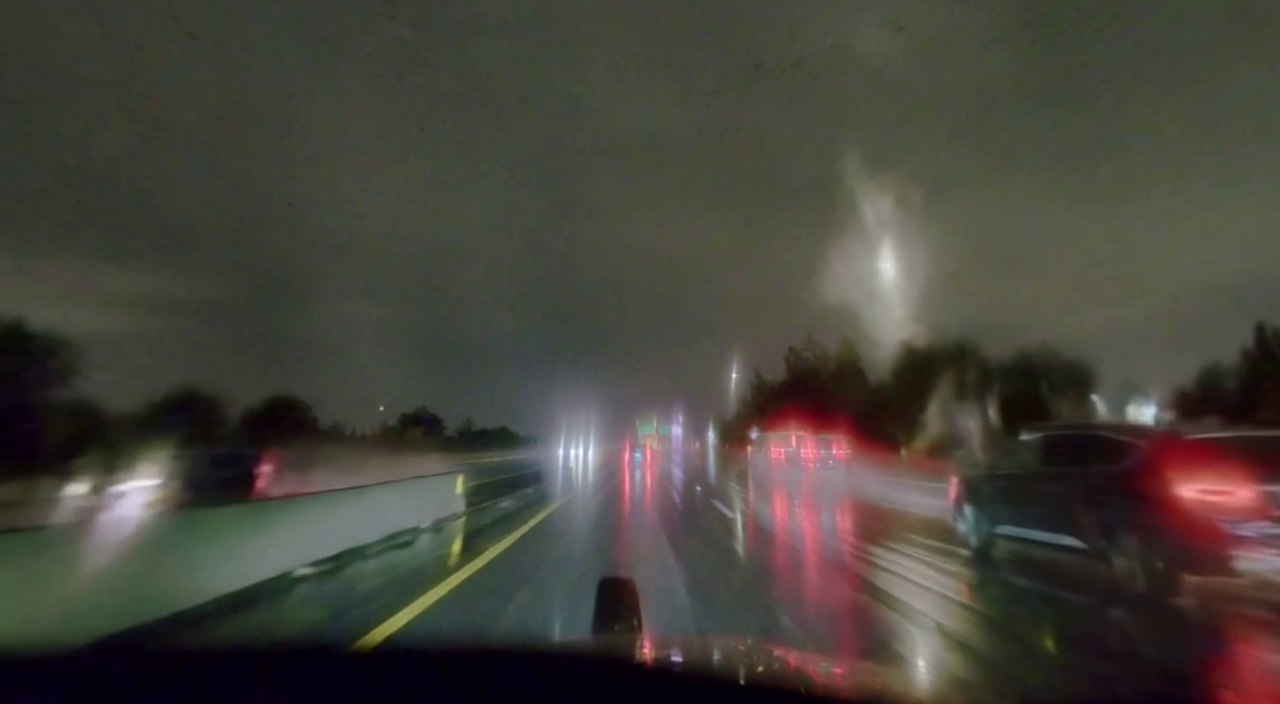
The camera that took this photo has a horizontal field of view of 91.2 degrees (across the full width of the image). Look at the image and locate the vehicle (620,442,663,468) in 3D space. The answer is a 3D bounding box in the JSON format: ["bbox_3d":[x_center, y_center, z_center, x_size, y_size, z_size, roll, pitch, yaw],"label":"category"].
[{"bbox_3d":[0.150,6.735,41.307,2.084,1.594,4.219,-2,-8,10],"label":"vehicle"}]

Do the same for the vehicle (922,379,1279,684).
[{"bbox_3d":[4.249,1.213,5.314,1.969,1.595,3.964,-1,-8,2],"label":"vehicle"}]

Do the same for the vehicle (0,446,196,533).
[{"bbox_3d":[-12.710,3.002,14.368,1.992,1.638,4.416,0,-8,-3],"label":"vehicle"}]
